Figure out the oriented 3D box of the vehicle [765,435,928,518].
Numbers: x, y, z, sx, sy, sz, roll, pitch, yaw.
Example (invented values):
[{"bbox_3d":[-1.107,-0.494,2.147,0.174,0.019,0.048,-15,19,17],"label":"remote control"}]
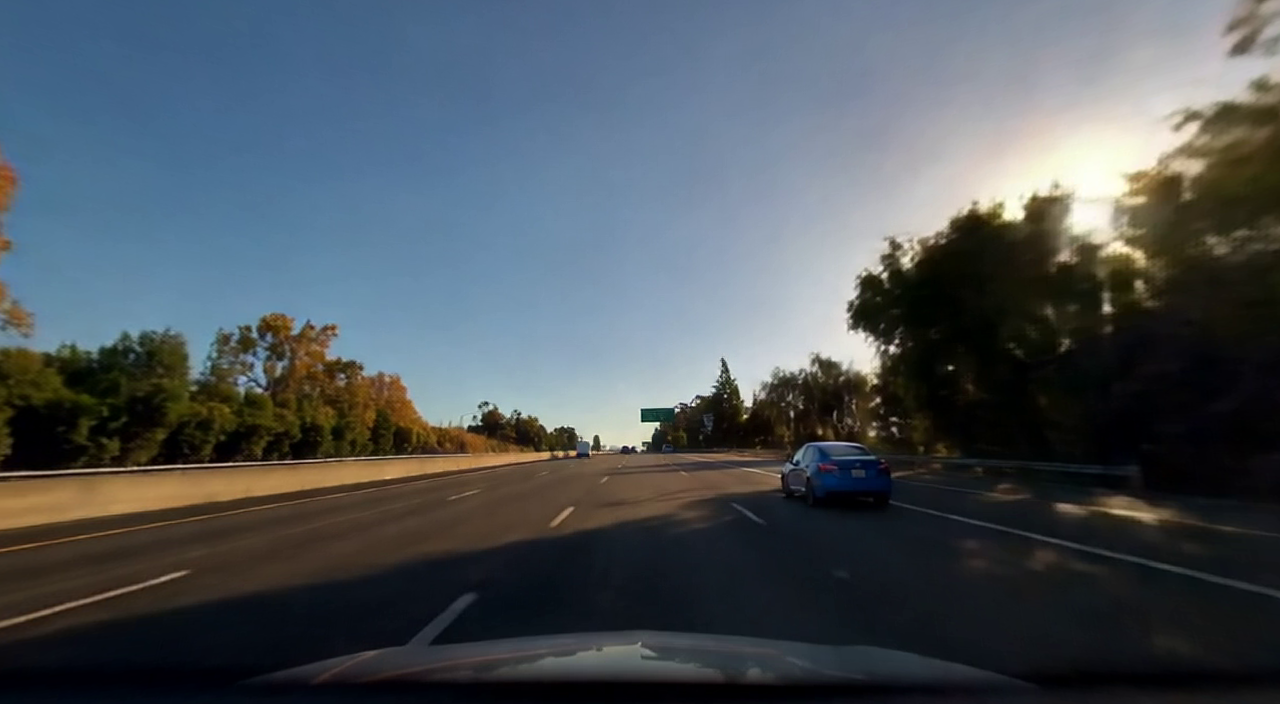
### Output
[{"bbox_3d":[4.218,2.619,13.761,2.033,1.501,4.398,0,-9,-1],"label":"vehicle"}]
